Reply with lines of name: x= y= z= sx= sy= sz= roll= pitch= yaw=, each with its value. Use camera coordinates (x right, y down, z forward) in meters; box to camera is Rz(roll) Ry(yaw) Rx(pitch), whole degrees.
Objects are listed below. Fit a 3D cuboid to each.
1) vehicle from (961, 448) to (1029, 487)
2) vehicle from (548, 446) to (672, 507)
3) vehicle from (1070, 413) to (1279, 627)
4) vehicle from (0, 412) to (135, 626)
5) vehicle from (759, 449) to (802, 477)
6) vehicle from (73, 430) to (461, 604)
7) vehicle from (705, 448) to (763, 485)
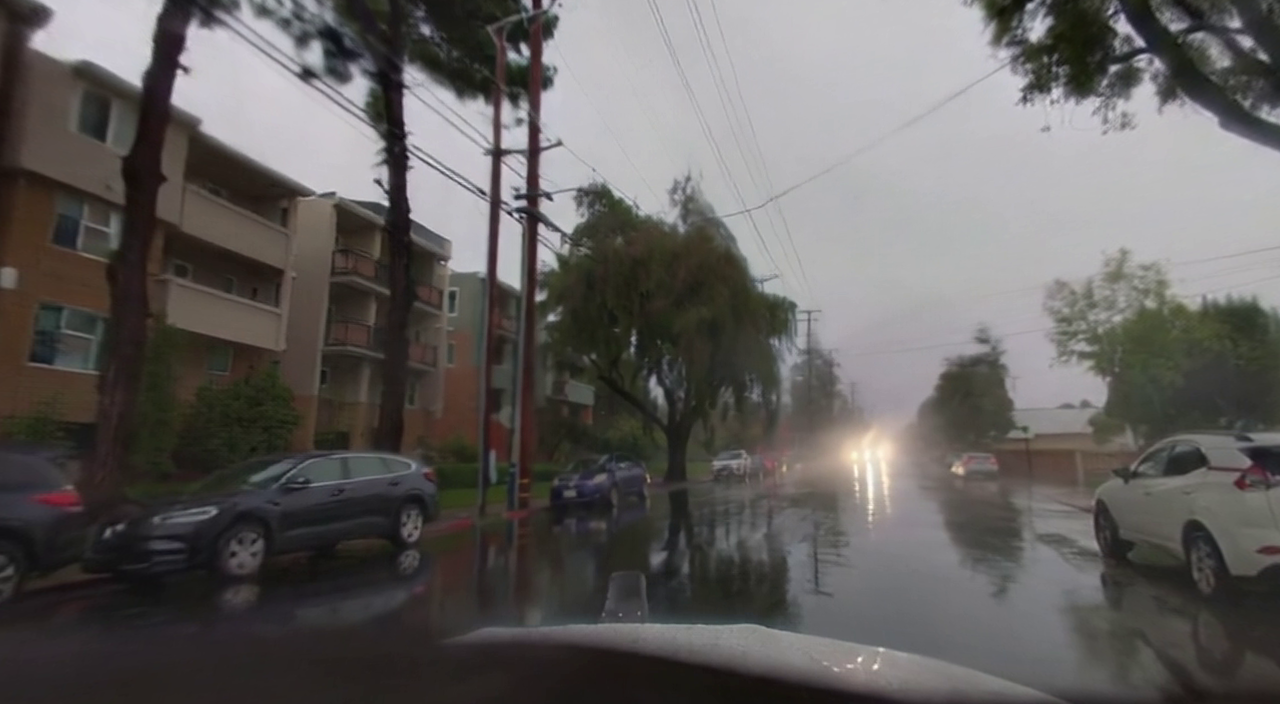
vehicle: x=15.437 y=4.999 z=27.675 sx=1.964 sy=1.515 sz=4.055 roll=-3 pitch=-9 yaw=21
vehicle: x=-0.817 y=4.038 z=20.287 sx=2.017 sy=1.582 sz=4.664 roll=-9 pitch=-14 yaw=23
vehicle: x=6.592 y=1.599 z=6.841 sx=2.180 sy=1.677 sz=4.432 roll=-3 pitch=-9 yaw=21
vehicle: x=-7.081 y=1.412 z=4.502 sx=1.973 sy=1.848 sz=5.100 roll=-12 pitch=-13 yaw=19
vehicle: x=10.247 y=8.062 z=45.736 sx=1.953 sy=1.699 sz=4.234 roll=-10 pitch=-15 yaw=23
vehicle: x=-4.985 y=2.235 z=9.351 sx=2.068 sy=1.745 sz=4.579 roll=-11 pitch=-12 yaw=19
vehicle: x=5.157 y=6.126 z=34.153 sx=2.011 sy=1.801 sz=4.676 roll=-3 pitch=-9 yaw=22
